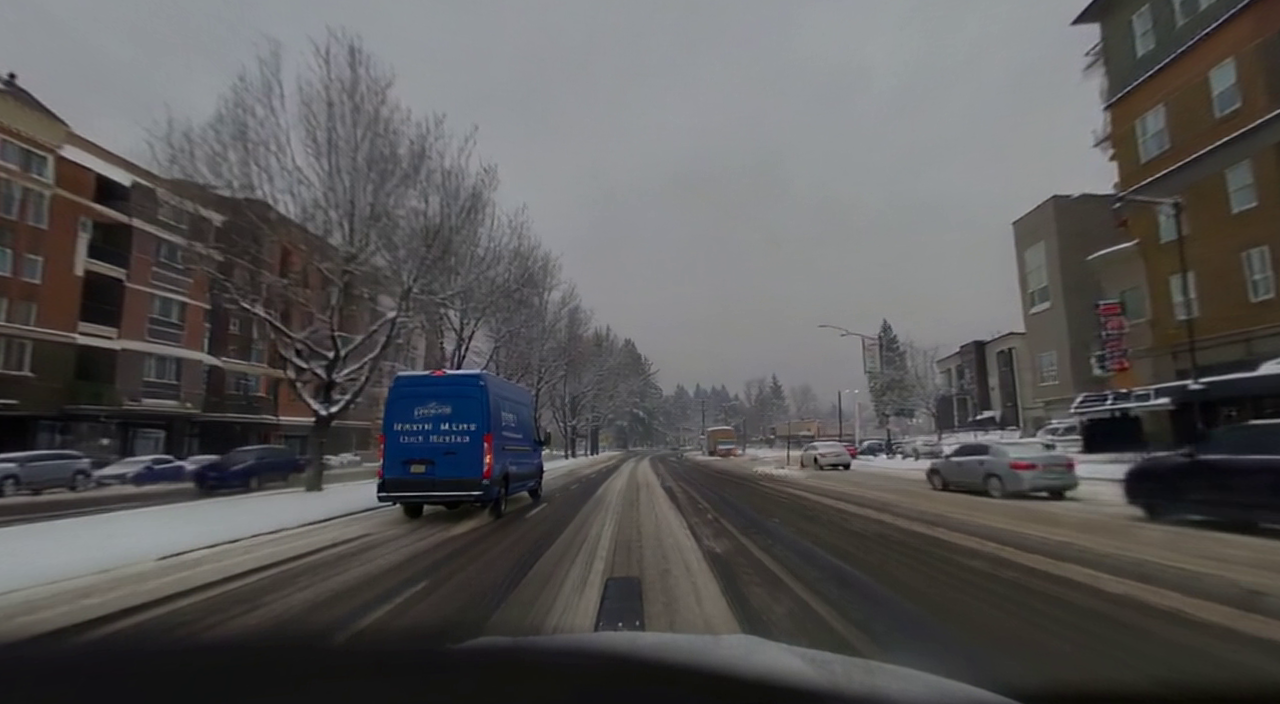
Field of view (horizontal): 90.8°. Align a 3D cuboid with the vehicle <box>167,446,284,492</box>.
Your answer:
[{"bbox_3d":[-17.171,4.815,26.466,1.924,1.698,4.505,0,-8,-2],"label":"vehicle"}]

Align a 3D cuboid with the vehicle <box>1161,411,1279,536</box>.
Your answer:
[{"bbox_3d":[9.728,1.582,8.185,2.044,1.673,4.398,0,-9,-3],"label":"vehicle"}]

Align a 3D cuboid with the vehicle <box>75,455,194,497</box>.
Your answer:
[{"bbox_3d":[-22.883,5.585,28.858,1.873,1.657,4.381,0,-8,-2],"label":"vehicle"}]

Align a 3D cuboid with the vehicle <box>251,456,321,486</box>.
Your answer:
[{"bbox_3d":[-23.017,7.695,41.240,1.869,1.724,4.505,-1,-8,1],"label":"vehicle"}]

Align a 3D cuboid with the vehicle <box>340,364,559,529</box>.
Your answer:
[{"bbox_3d":[-3.944,2.245,15.307,2.763,2.974,7.562,-1,-8,1],"label":"vehicle"}]

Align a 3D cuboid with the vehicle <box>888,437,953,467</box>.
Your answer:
[{"bbox_3d":[16.406,5.839,36.821,4.218,1.622,1.930,9,-12,-43],"label":"vehicle"}]

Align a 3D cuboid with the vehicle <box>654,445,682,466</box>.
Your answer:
[{"bbox_3d":[2.114,7.875,48.321,1.878,1.534,4.120,0,-8,-1],"label":"vehicle"}]

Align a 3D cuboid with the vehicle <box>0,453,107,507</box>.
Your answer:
[{"bbox_3d":[-22.856,4.691,23.510,1.916,1.782,4.572,0,-8,1],"label":"vehicle"}]

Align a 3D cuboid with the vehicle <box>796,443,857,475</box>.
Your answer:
[{"bbox_3d":[9.196,5.268,31.391,1.850,1.477,3.520,0,-9,-2],"label":"vehicle"}]

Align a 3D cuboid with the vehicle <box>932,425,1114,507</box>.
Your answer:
[{"bbox_3d":[9.159,2.735,15.619,1.766,1.725,4.221,0,-8,-1],"label":"vehicle"}]
